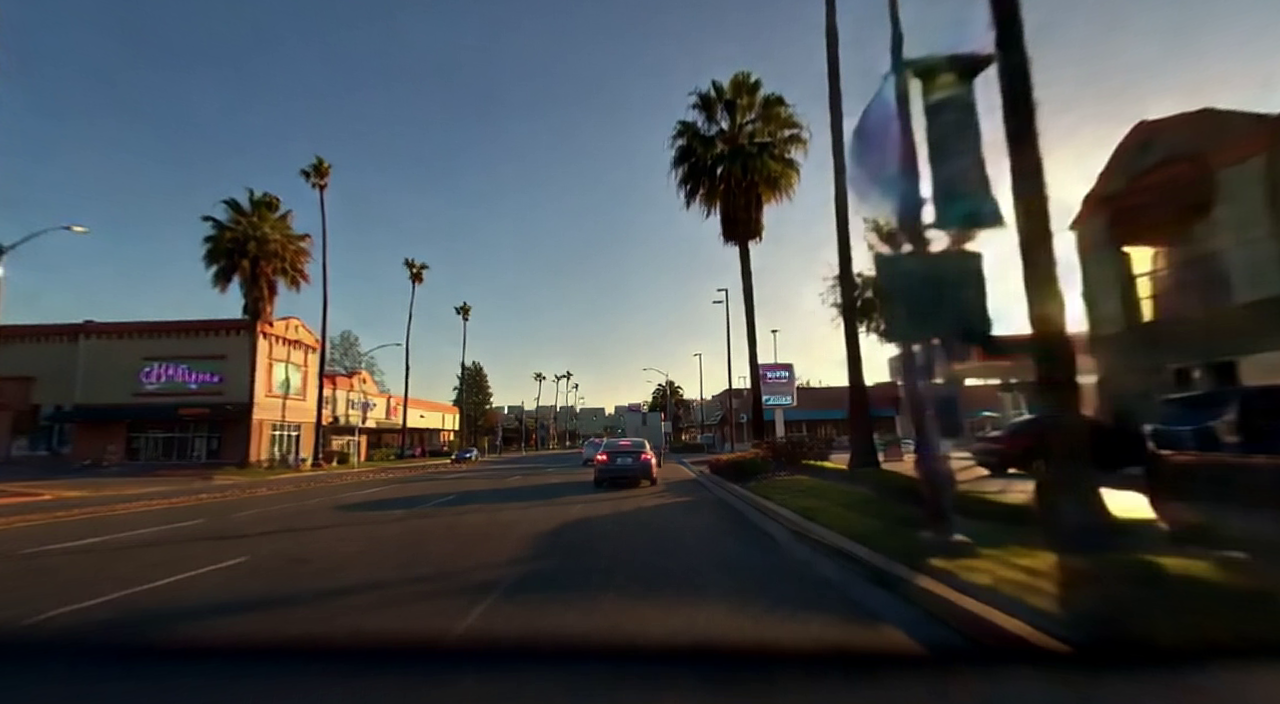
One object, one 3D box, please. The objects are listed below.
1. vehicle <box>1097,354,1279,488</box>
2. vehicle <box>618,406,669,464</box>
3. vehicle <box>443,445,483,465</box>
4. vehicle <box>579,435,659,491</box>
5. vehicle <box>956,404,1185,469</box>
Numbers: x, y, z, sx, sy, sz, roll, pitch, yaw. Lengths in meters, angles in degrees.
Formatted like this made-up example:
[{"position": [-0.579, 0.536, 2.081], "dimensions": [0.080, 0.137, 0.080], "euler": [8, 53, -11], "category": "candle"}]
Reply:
[{"position": [12.283, 1.320, 11.587], "dimensions": [5.968, 2.162, 2.319], "euler": [1, -9, -5], "category": "vehicle"}, {"position": [0.228, 5.632, 42.161], "dimensions": [3.100, 3.468, 8.108], "euler": [0, -9, 0], "category": "vehicle"}, {"position": [-13.733, 8.013, 49.056], "dimensions": [1.923, 1.490, 4.372], "euler": [0, -9, -1], "category": "vehicle"}, {"position": [-0.506, 3.320, 19.073], "dimensions": [2.145, 1.483, 4.453], "euler": [0, -9, 2], "category": "vehicle"}, {"position": [12.181, 2.442, 18.023], "dimensions": [5.061, 1.721, 2.162], "euler": [1, -9, -4], "category": "vehicle"}]
